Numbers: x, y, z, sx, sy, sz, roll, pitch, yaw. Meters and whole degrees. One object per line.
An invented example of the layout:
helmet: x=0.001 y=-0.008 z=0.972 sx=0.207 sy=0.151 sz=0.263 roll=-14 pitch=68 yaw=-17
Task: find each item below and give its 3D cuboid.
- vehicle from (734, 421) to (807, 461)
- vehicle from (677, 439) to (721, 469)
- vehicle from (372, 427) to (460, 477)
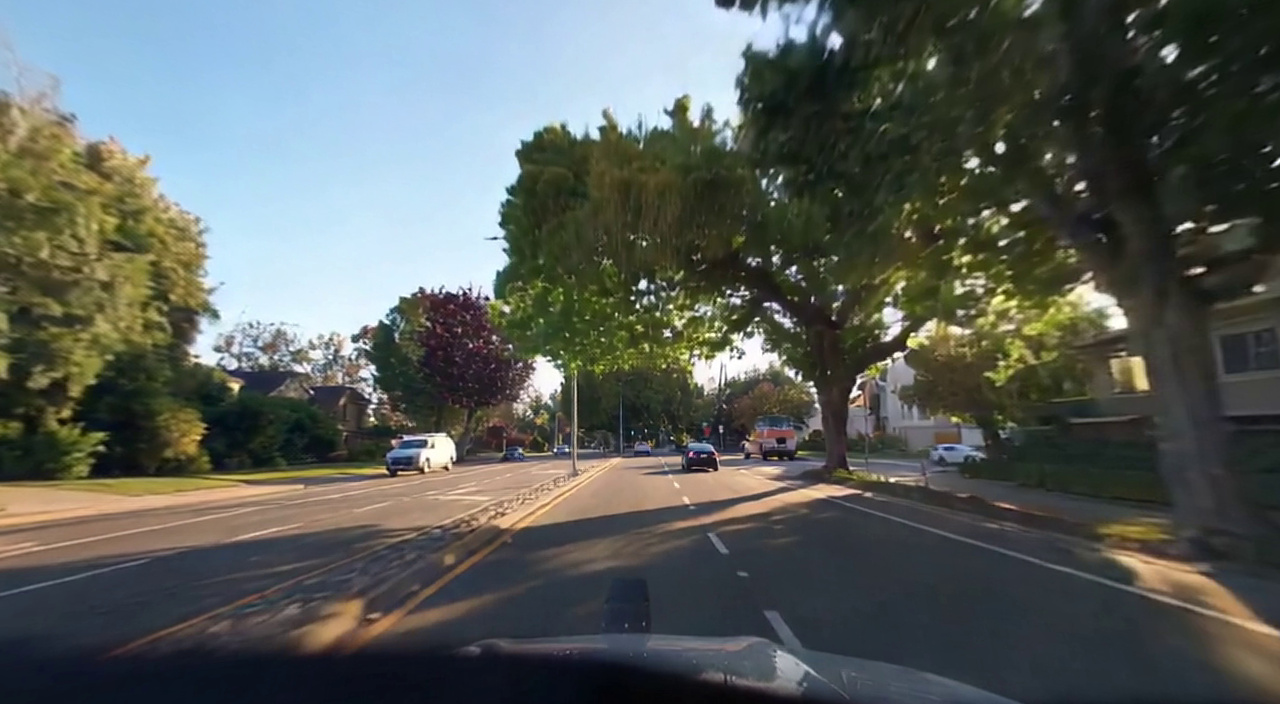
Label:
vehicle: x=9.661 y=6.735 z=47.501 sx=2.331 sy=2.747 sz=6.993 roll=3 pitch=-9 yaw=-16
vehicle: x=3.112 y=5.490 z=34.022 sx=1.960 sy=1.479 sz=4.086 roll=0 pitch=-8 yaw=0
vehicle: x=-11.717 y=5.298 z=33.626 sx=2.347 sy=2.428 sz=6.149 roll=0 pitch=-8 yaw=1
